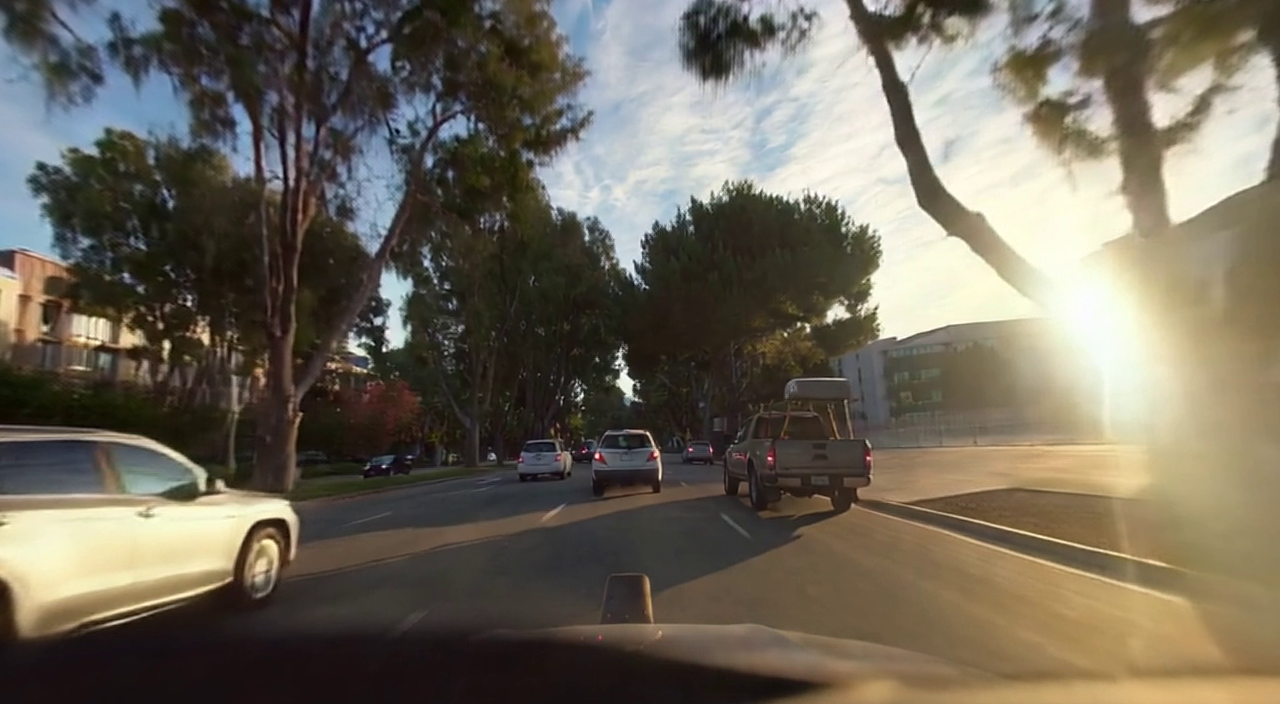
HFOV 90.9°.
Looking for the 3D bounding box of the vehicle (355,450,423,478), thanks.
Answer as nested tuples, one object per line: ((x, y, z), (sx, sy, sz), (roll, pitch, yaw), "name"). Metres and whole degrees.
((-14.534, 6.484, 36.802), (2.001, 1.441, 4.488), (-1, -9, 1), "vehicle")

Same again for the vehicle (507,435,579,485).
((-3.400, 3.861, 22.830), (1.894, 1.642, 3.861), (0, -9, 1), "vehicle")

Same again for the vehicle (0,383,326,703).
((-3.936, 1.039, 3.446), (1.959, 1.614, 4.676), (0, -9, 1), "vehicle")

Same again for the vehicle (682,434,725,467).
((3.907, 6.199, 39.718), (2.183, 1.948, 4.633), (0, -9, -1), "vehicle")

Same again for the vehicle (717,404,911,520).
((3.471, 2.417, 14.314), (2.655, 2.054, 6.098), (0, -9, 0), "vehicle")

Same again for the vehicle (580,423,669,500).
((-0.307, 2.857, 16.725), (2.075, 1.770, 4.018), (0, -9, 1), "vehicle")
